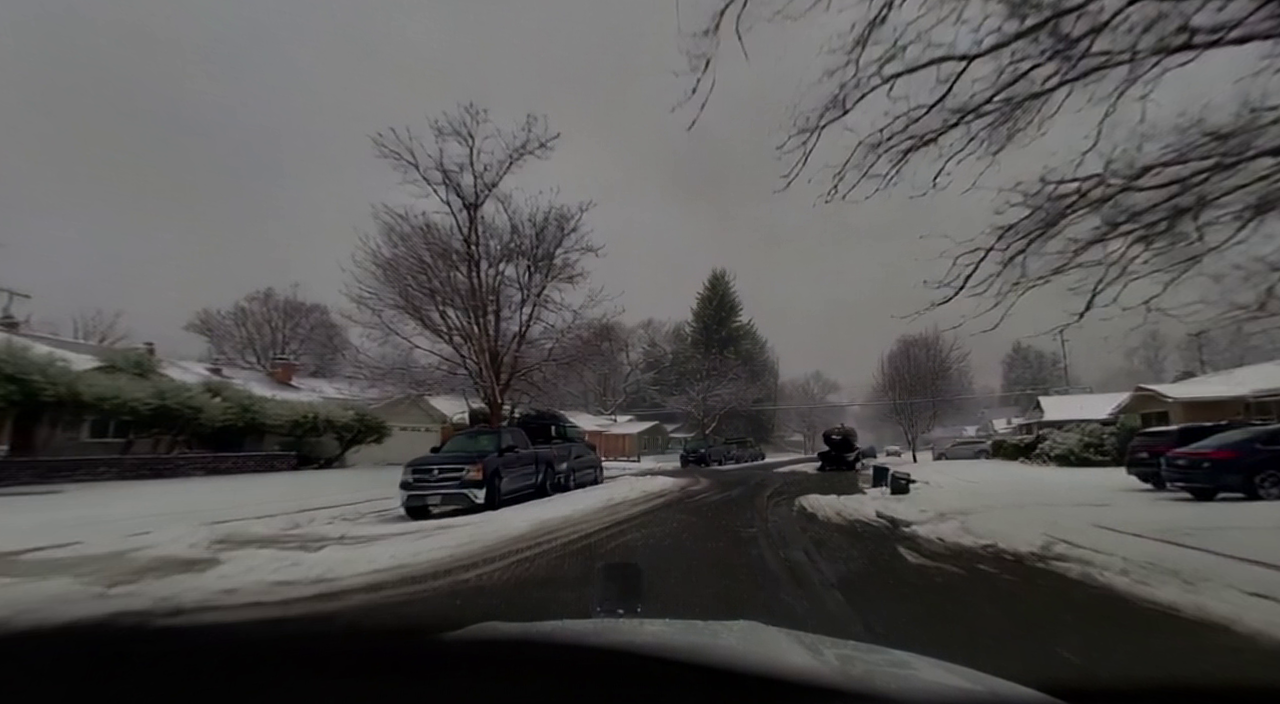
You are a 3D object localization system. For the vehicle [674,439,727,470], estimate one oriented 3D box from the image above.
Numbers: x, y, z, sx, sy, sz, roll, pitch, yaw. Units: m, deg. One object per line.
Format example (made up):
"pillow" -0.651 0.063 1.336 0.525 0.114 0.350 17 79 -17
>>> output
"vehicle" 3.846 6.353 39.215 2.052 1.745 4.737 -3 -9 21

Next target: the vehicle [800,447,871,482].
"vehicle" 9.983 5.568 31.694 2.804 1.336 6.700 -2 -7 22

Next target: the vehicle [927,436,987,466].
"vehicle" 23.132 7.209 46.001 3.470 2.123 1.584 0 -7 8

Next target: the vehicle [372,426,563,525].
"vehicle" -3.576 2.605 14.390 2.274 1.784 5.090 -1 -7 9

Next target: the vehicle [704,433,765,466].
"vehicle" 7.159 7.269 46.932 2.632 2.249 6.179 -4 -10 27

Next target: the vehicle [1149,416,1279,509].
"vehicle" 13.908 2.247 12.947 4.789 1.771 2.092 -1 -9 8
